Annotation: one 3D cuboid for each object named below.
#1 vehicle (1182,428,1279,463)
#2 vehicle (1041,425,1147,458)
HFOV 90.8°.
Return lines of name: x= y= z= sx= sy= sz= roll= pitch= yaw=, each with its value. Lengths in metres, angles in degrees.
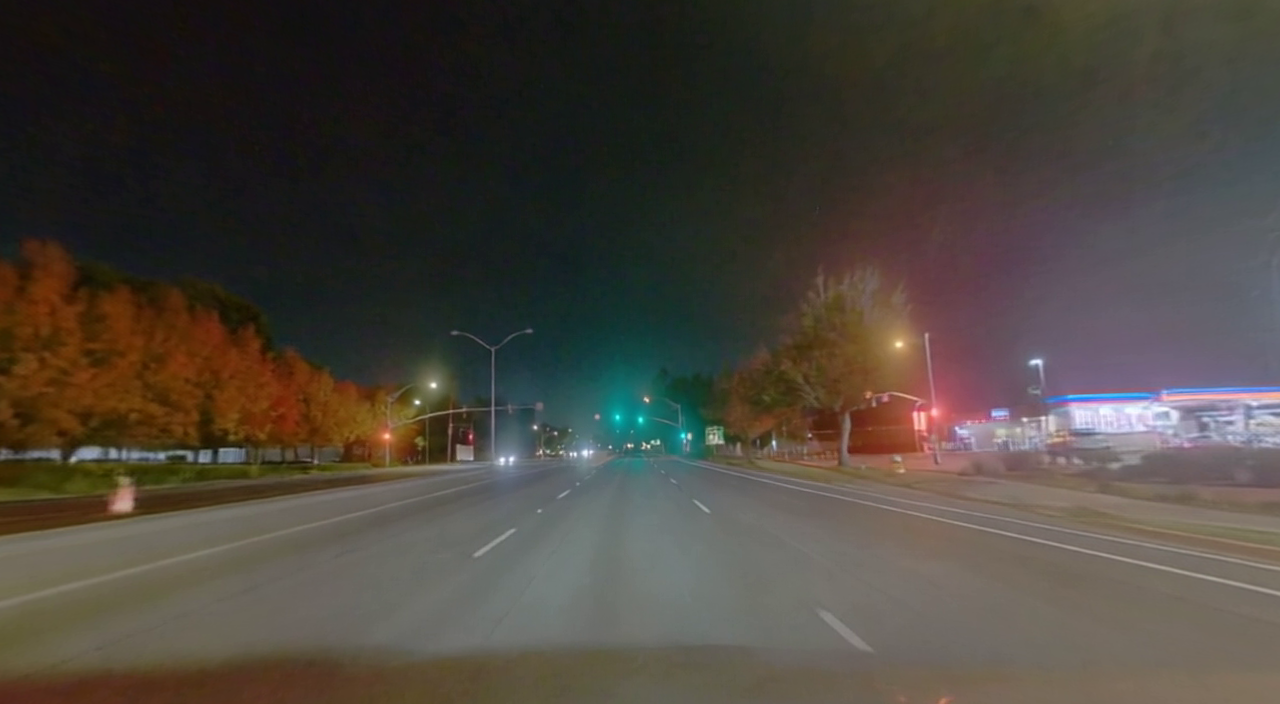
vehicle: x=29.877 y=4.692 z=31.688 sx=1.784 sy=1.567 sz=3.930 roll=-2 pitch=-9 yaw=-1
vehicle: x=20.828 y=4.123 z=29.074 sx=3.526 sy=1.430 sz=1.698 roll=0 pitch=-9 yaw=1
